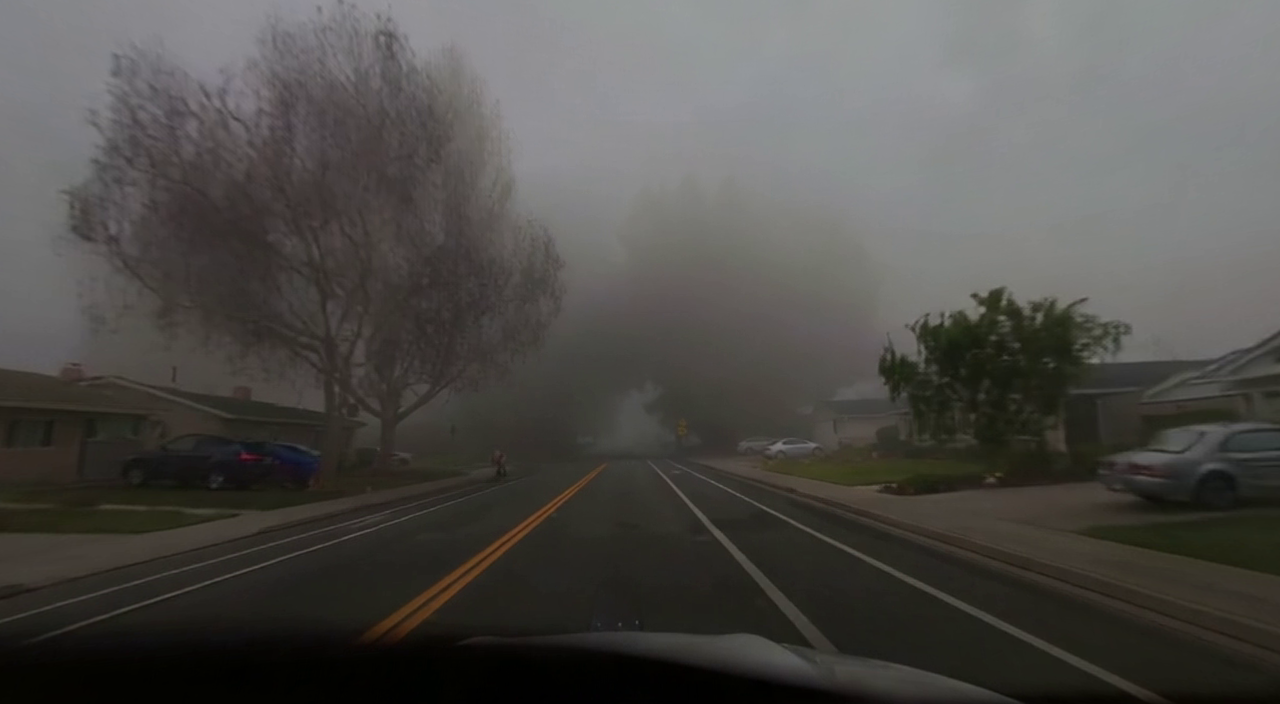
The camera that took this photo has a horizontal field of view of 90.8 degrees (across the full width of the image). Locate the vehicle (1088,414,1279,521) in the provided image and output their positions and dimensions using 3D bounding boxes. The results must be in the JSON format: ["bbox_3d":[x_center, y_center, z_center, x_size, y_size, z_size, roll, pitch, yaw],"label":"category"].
[{"bbox_3d":[10.763,1.839,10.747,4.751,1.518,1.885,-4,-9,-1],"label":"vehicle"}]

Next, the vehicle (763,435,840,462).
[{"bbox_3d":[10.776,6.462,42.349,4.493,1.493,1.926,-3,-8,-4],"label":"vehicle"}]

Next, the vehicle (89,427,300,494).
[{"bbox_3d":[-12.835,3.139,18.441,4.549,1.802,2.081,0,-9,2],"label":"vehicle"}]
